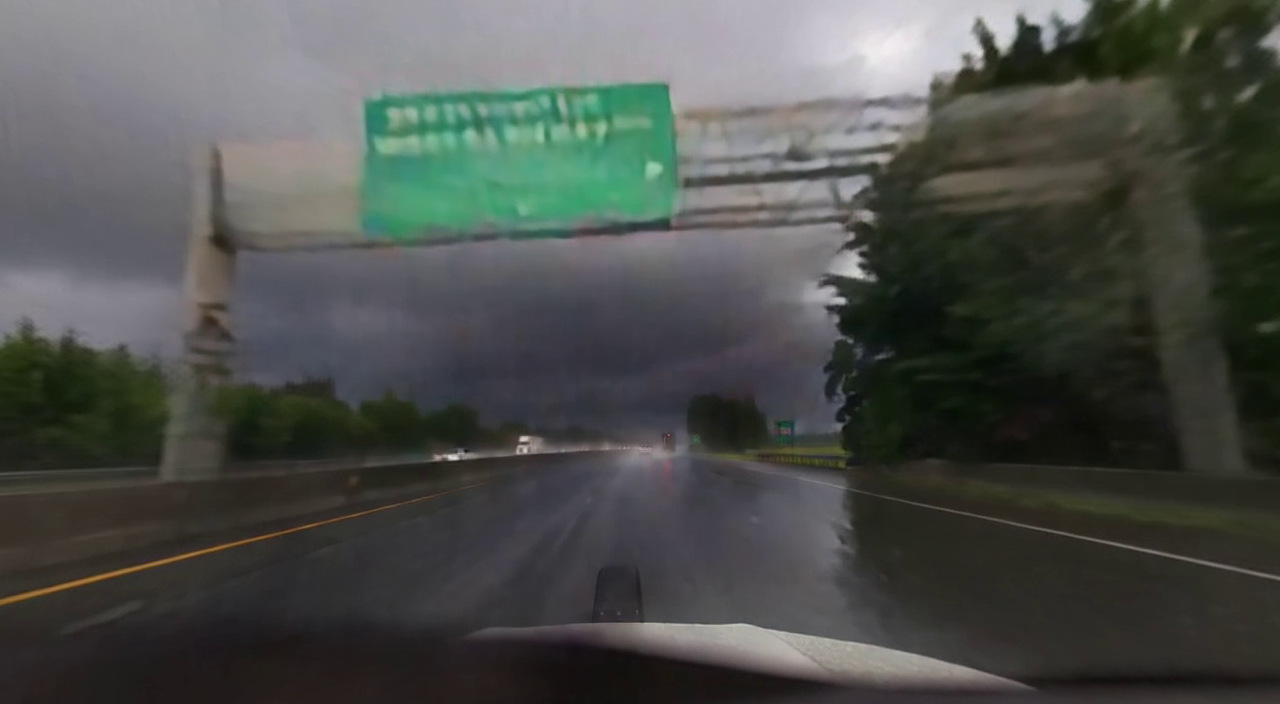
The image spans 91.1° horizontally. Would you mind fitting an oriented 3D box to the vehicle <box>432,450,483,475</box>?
[{"bbox_3d":[-11.778,7.155,40.967,1.958,1.497,4.489,-1,-9,0],"label":"vehicle"}]
